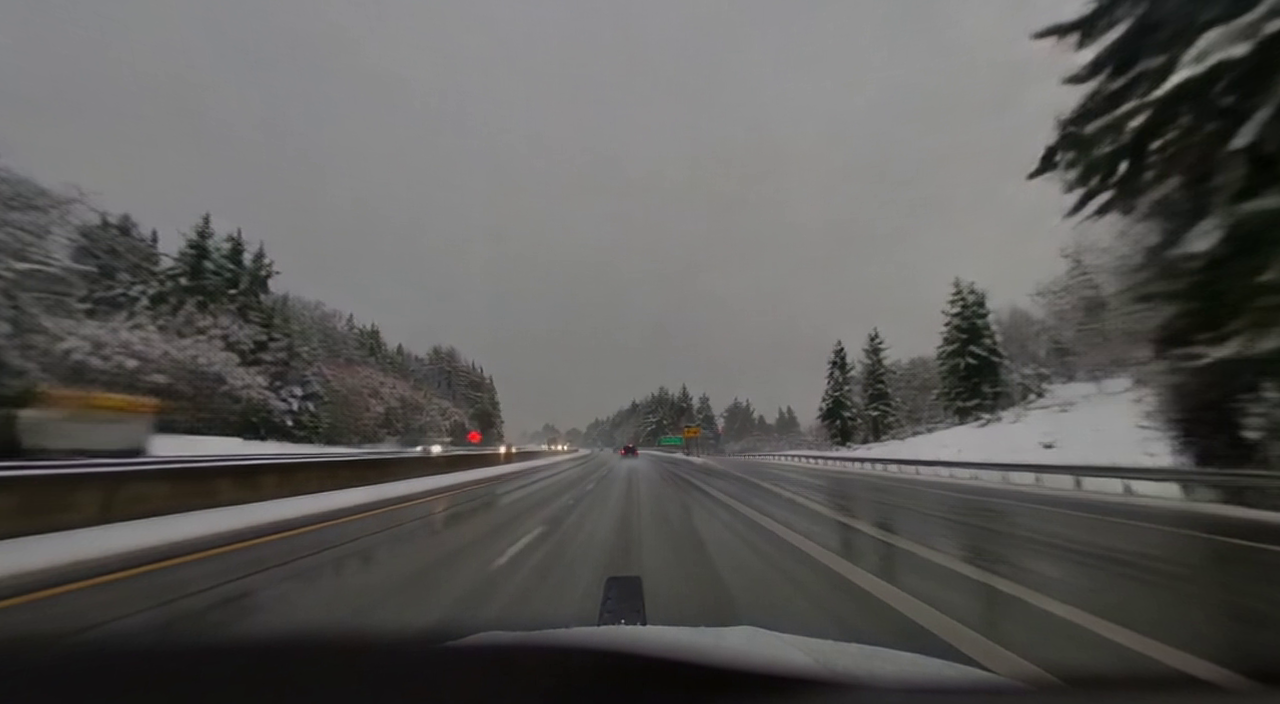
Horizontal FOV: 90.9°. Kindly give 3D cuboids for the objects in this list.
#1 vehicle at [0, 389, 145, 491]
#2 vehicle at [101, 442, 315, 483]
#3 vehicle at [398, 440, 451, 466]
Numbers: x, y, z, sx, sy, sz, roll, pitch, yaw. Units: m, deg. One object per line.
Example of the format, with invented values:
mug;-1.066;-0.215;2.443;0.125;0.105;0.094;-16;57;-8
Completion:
vehicle;-16.822;2.272;16.195;2.404;2.444;7.112;0;-9;0
vehicle;-16.916;4.397;25.762;2.583;1.363;8.841;0;-9;0
vehicle;-13.037;6.142;38.406;1.849;1.471;3.999;0;-9;-1
